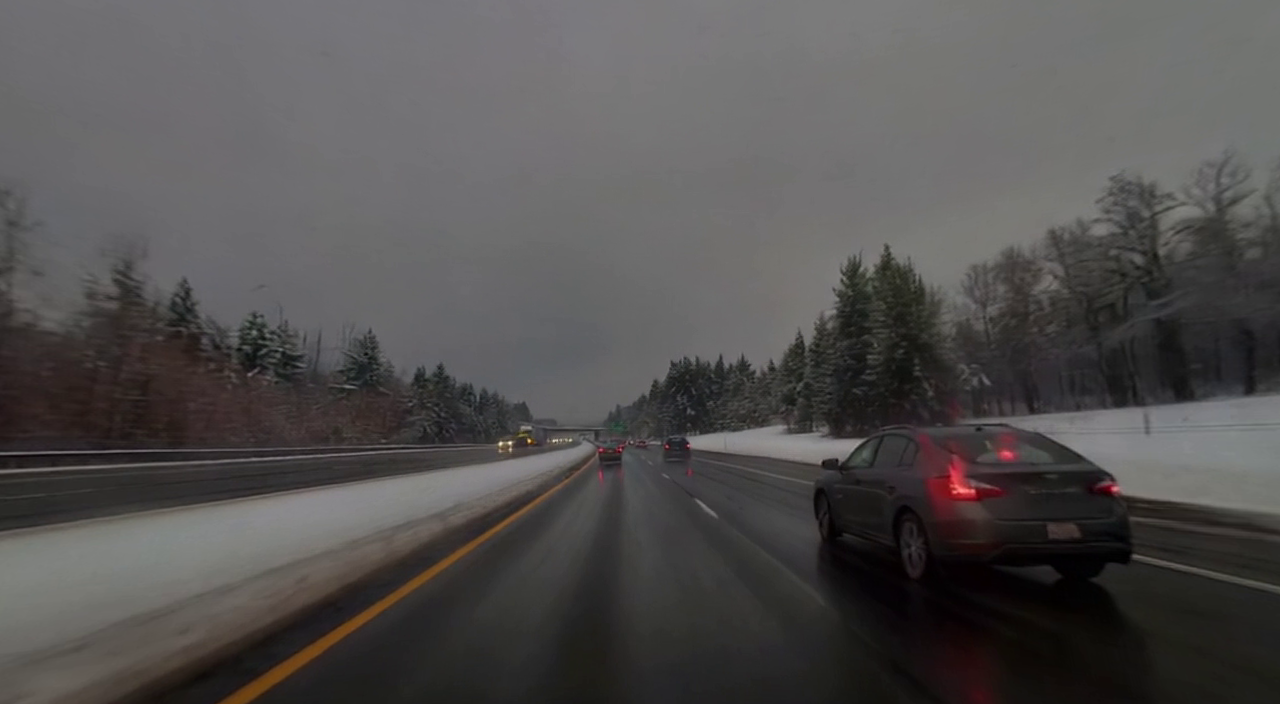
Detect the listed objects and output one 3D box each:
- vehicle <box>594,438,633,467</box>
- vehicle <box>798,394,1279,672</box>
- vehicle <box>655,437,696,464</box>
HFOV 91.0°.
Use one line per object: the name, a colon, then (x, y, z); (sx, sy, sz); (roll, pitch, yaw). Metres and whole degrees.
vehicle: (-1.592, 5.898, 37.125); (2.178, 1.559, 4.254); (0, -8, -3)
vehicle: (3.310, 1.389, 6.212); (2.055, 1.566, 5.046); (0, -8, -2)
vehicle: (2.132, 6.057, 38.909); (2.146, 1.546, 3.796); (0, -8, -2)
